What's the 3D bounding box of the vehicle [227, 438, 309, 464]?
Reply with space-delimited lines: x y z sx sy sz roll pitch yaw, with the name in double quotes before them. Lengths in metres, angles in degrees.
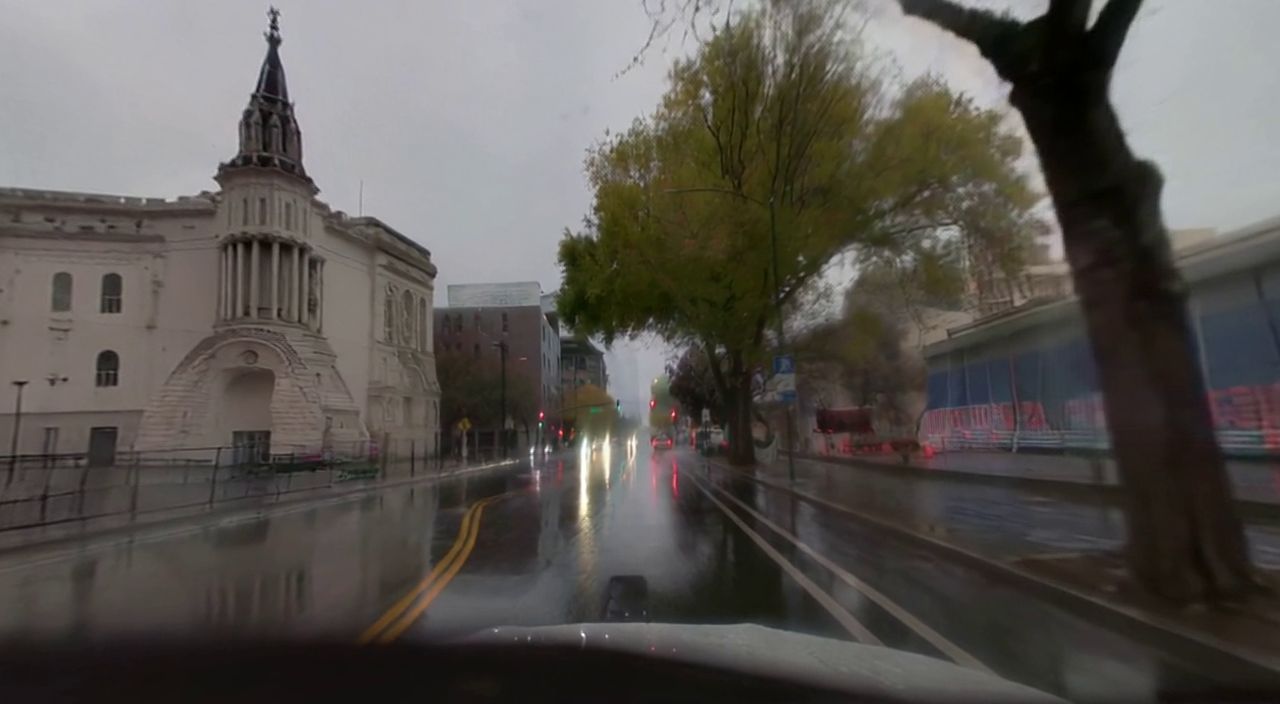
"vehicle" -25.991 6.940 44.127 4.445 1.753 2.044 0 -8 0
